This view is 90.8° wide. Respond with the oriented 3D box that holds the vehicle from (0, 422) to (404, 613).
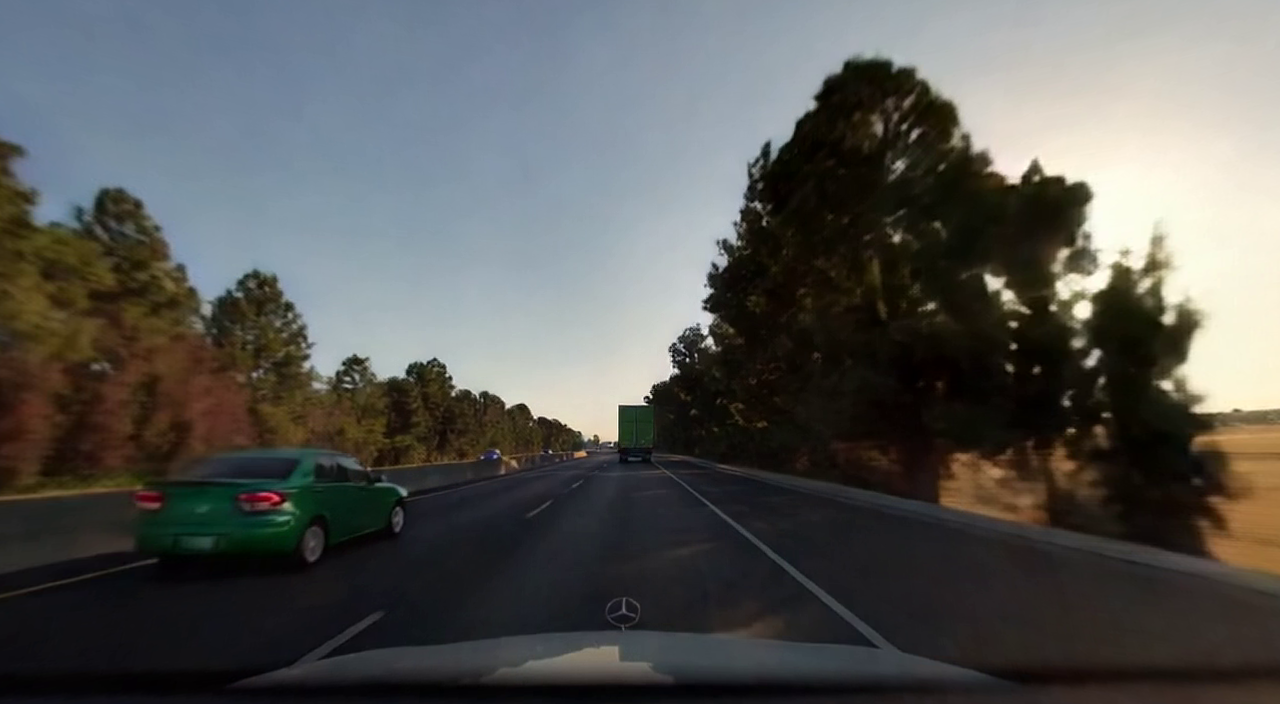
[{"bbox_3d":[-4.320,1.615,6.948,1.937,1.493,3.779,0,-9,0],"label":"vehicle"}]
